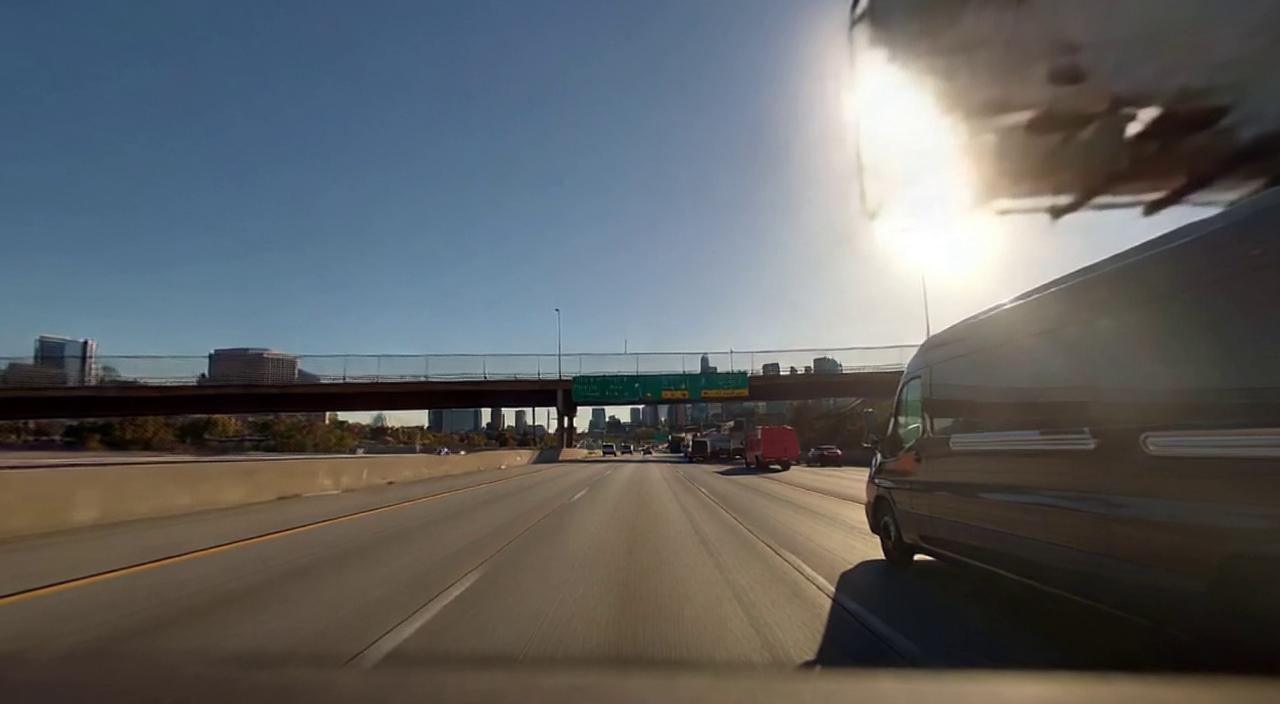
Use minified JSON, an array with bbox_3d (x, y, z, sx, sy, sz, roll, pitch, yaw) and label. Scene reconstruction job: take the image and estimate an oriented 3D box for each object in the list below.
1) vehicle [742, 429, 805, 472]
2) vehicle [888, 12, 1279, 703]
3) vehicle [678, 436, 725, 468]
[{"bbox_3d":[7.464,5.586,35.840,2.301,2.203,5.419,0,-8,-1],"label":"vehicle"},{"bbox_3d":[3.345,0.191,1.635,2.436,2.745,7.034,0,-8,-1],"label":"vehicle"},{"bbox_3d":[3.999,6.672,42.133,2.464,1.961,5.520,0,-8,-1],"label":"vehicle"}]
